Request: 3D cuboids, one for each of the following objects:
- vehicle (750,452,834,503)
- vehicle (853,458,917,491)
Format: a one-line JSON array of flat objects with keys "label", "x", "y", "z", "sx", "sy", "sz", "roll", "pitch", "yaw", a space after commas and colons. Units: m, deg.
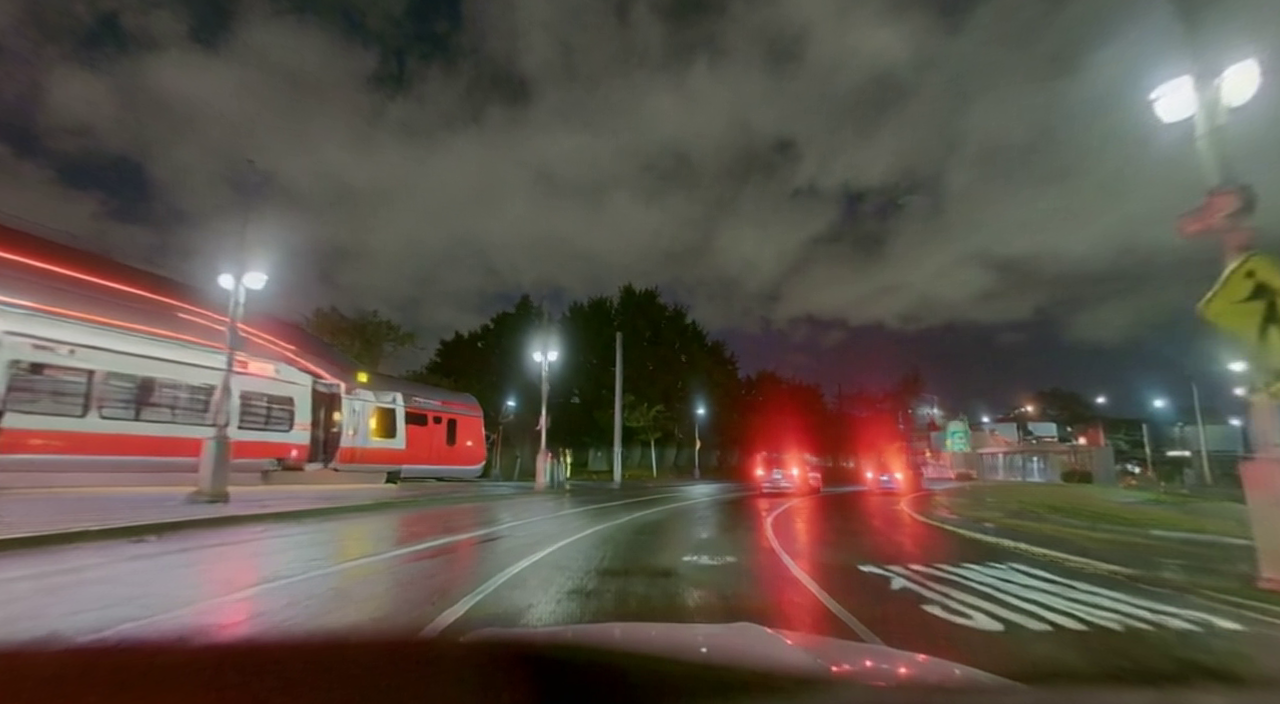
[{"label": "vehicle", "x": 6.104, "y": 4.886, "z": 25.083, "sx": 2.263, "sy": 1.765, "sz": 4.237, "roll": -4, "pitch": -10, "yaw": 27}, {"label": "vehicle", "x": 14.517, "y": 7.179, "z": 37.375, "sx": 2.010, "sy": 1.725, "sz": 4.320, "roll": -8, "pitch": -12, "yaw": 42}]
